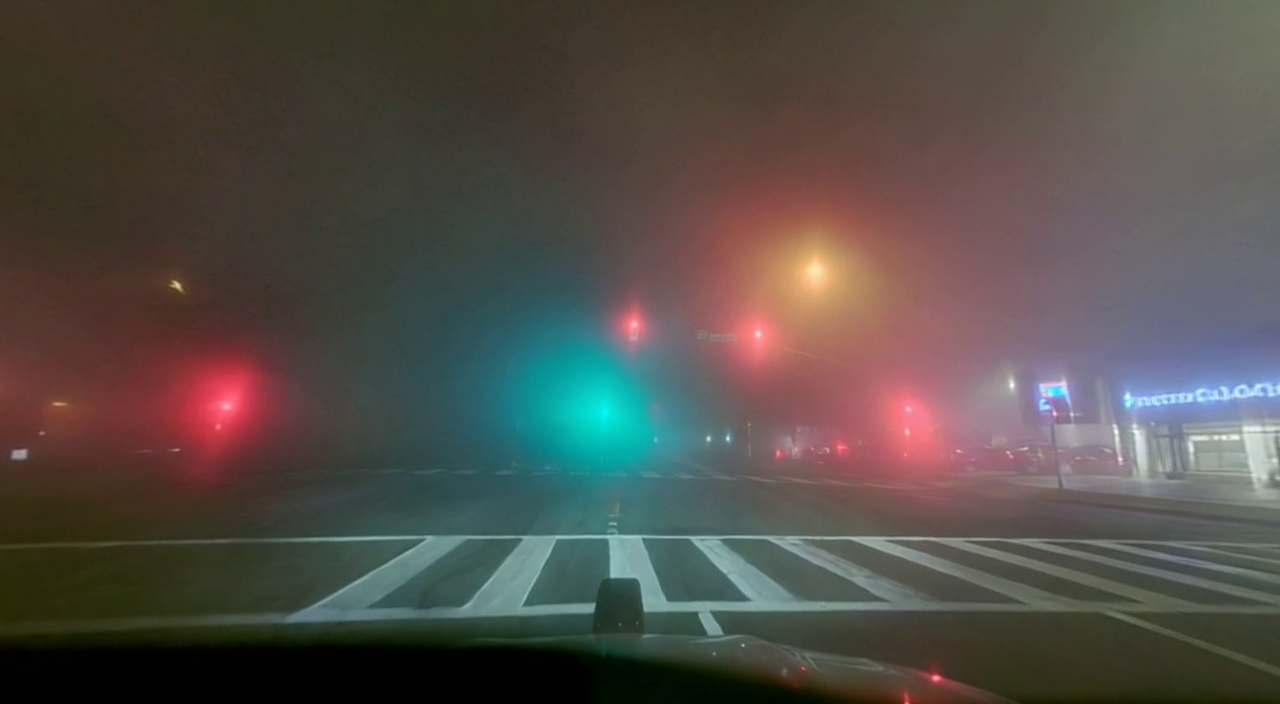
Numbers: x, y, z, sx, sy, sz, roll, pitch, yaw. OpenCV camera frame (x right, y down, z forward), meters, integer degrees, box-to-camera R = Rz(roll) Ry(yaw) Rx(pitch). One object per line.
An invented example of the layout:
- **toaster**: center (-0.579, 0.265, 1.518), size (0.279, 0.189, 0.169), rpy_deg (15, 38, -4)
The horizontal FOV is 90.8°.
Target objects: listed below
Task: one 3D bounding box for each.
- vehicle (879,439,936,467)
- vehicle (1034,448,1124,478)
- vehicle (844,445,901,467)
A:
- **vehicle**: center (19.333, 7.317, 45.891), size (2.087, 1.868, 4.004), rpy_deg (1, -8, -5)
- **vehicle**: center (25.811, 6.515, 37.358), size (1.929, 1.613, 4.530), rpy_deg (0, -8, -2)
- **vehicle**: center (16.858, 7.543, 46.046), size (2.073, 1.519, 4.429), rpy_deg (1, -8, -7)
